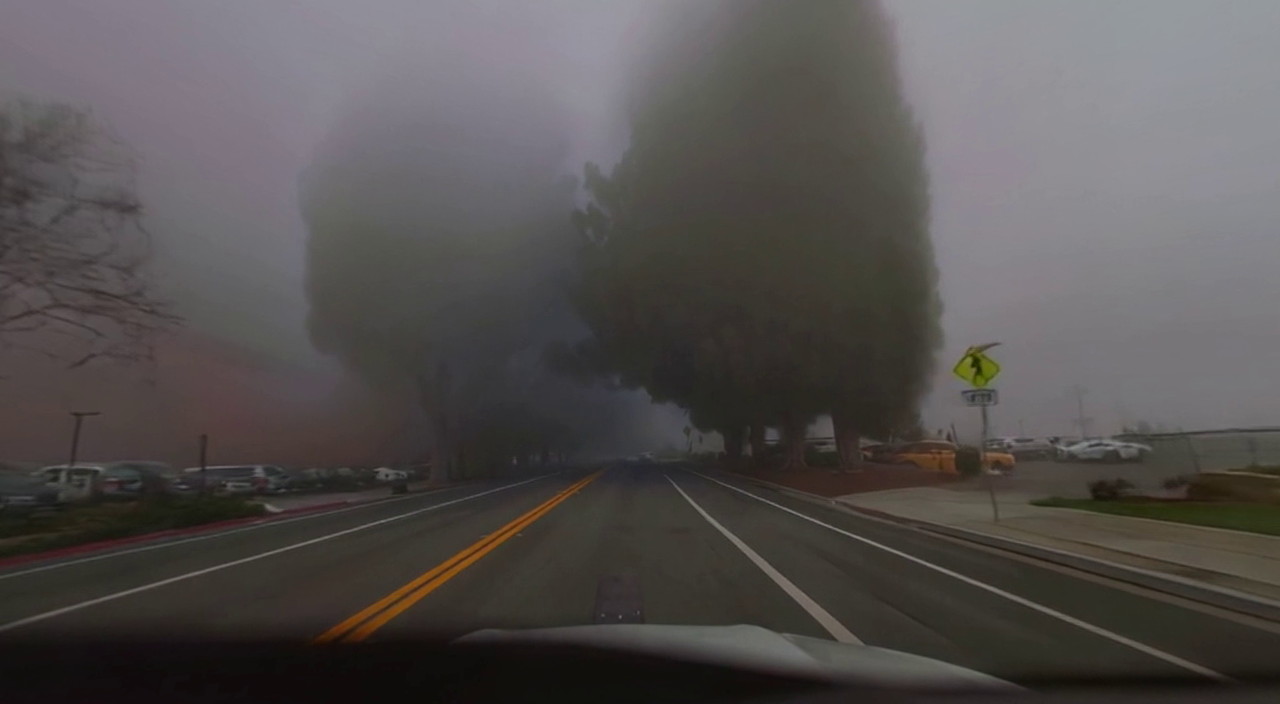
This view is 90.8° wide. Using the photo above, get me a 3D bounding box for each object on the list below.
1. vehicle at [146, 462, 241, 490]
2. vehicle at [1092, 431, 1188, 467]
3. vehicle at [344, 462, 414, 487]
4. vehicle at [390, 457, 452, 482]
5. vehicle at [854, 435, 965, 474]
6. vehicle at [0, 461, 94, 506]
[{"bbox_3d":[-27.292,7.579,38.786,4.272,1.613,1.855,2,-9,-14],"label":"vehicle"},{"bbox_3d":[23.153,4.479,29.223,4.694,1.496,1.845,5,-10,-31],"label":"vehicle"},{"bbox_3d":[-17.363,8.072,41.958,4.708,1.472,1.994,-6,-11,35],"label":"vehicle"},{"bbox_3d":[-16.538,8.844,47.641,4.311,1.746,1.984,-5,-10,30],"label":"vehicle"},{"bbox_3d":[12.760,4.865,30.014,4.632,1.701,1.975,-4,-10,26],"label":"vehicle"},{"bbox_3d":[-26.510,5.563,26.854,4.450,1.749,1.925,3,-9,-18],"label":"vehicle"}]
